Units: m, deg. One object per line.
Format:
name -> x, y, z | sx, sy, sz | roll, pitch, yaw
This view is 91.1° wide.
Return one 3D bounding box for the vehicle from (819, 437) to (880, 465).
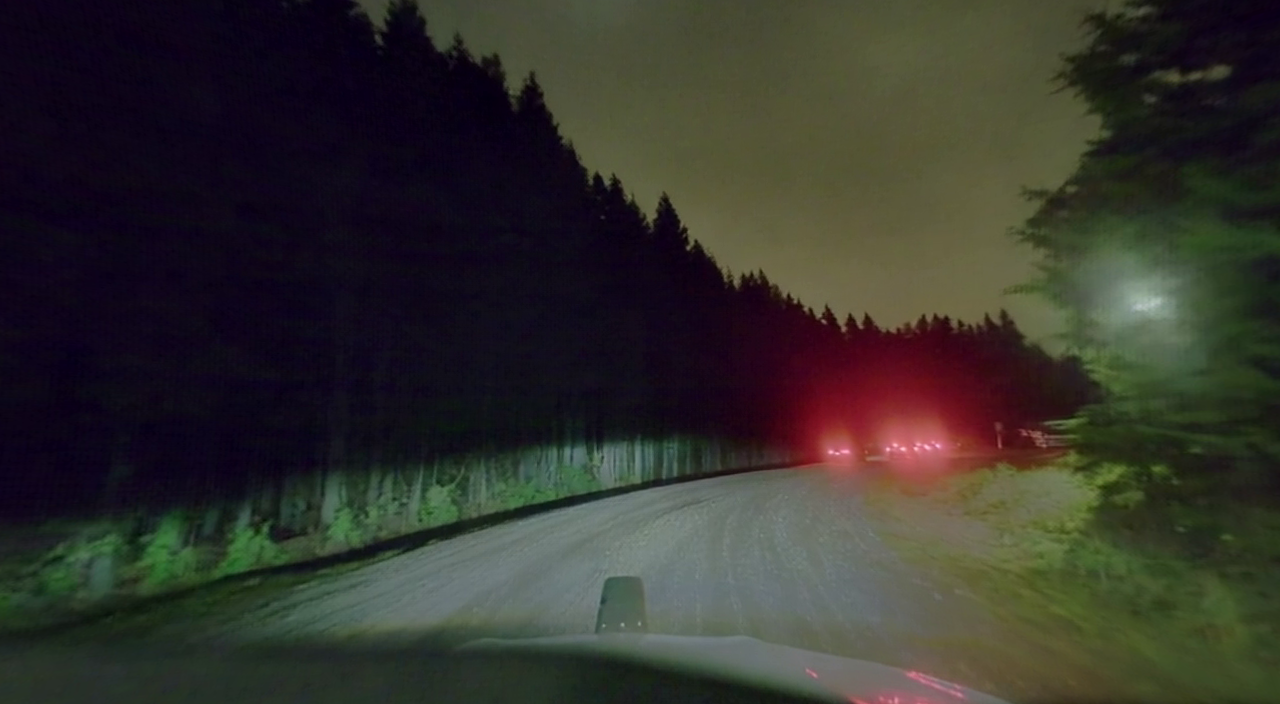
vehicle -> 14.204, 6.677, 42.488 | 4.257, 1.789, 1.988 | 8, -11, -41
